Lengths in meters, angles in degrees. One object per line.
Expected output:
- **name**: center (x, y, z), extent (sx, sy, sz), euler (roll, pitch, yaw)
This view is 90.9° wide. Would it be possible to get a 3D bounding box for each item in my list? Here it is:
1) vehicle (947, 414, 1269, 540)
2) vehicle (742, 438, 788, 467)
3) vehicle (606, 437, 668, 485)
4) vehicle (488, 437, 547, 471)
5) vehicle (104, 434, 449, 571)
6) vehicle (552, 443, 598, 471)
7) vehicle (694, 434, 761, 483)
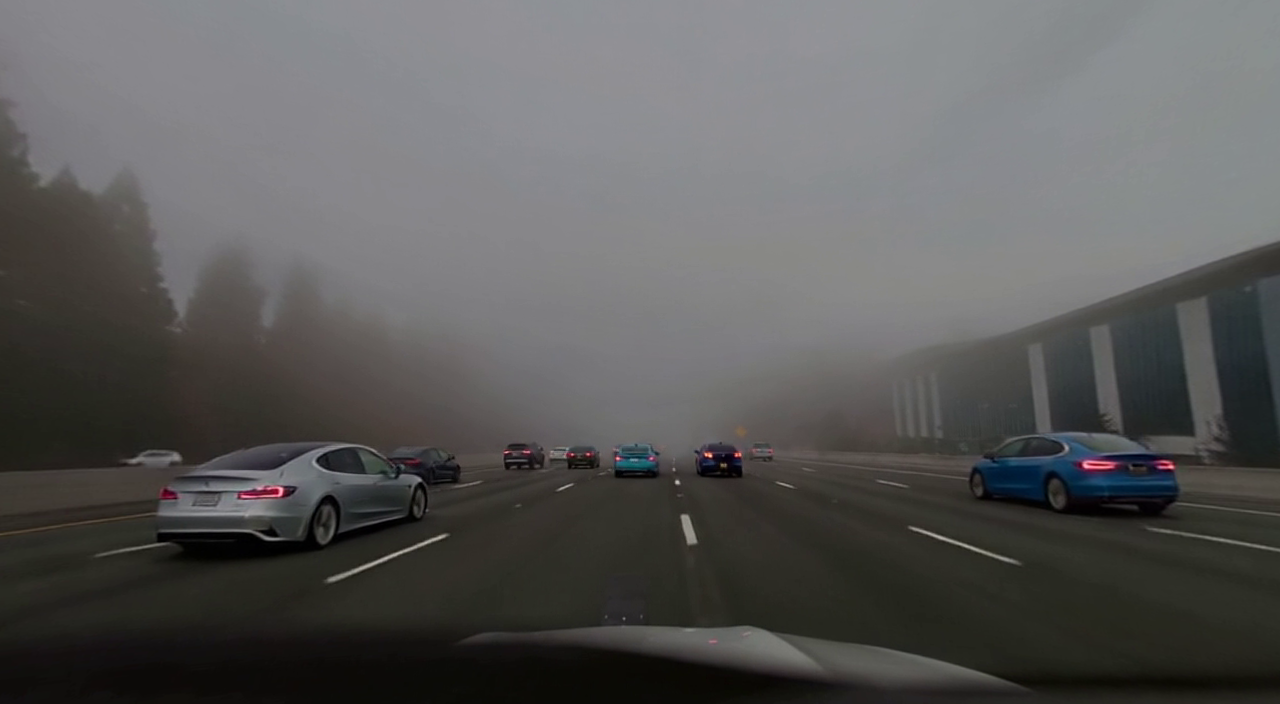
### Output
- **vehicle**: center (7.767, 2.111, 11.360), extent (1.960, 1.726, 5.016), euler (0, -8, 1)
- **vehicle**: center (7.958, 6.432, 40.519), extent (2.071, 1.754, 4.484), euler (0, -8, 1)
- **vehicle**: center (-0.019, 4.059, 23.784), extent (2.102, 1.624, 4.257), euler (-1, -8, 3)
- **vehicle**: center (-7.123, 5.994, 37.382), extent (2.187, 1.851, 5.085), euler (-1, -8, 4)
- **vehicle**: center (-4.735, 1.999, 9.316), extent (2.116, 1.473, 4.644), euler (-1, -8, 4)
- **vehicle**: center (-3.562, 5.846, 35.231), extent (1.886, 1.455, 4.148), euler (-1, -8, 3)
- **vehicle**: center (3.274, 4.083, 24.476), extent (2.114, 1.715, 4.136), euler (-1, -8, 2)
